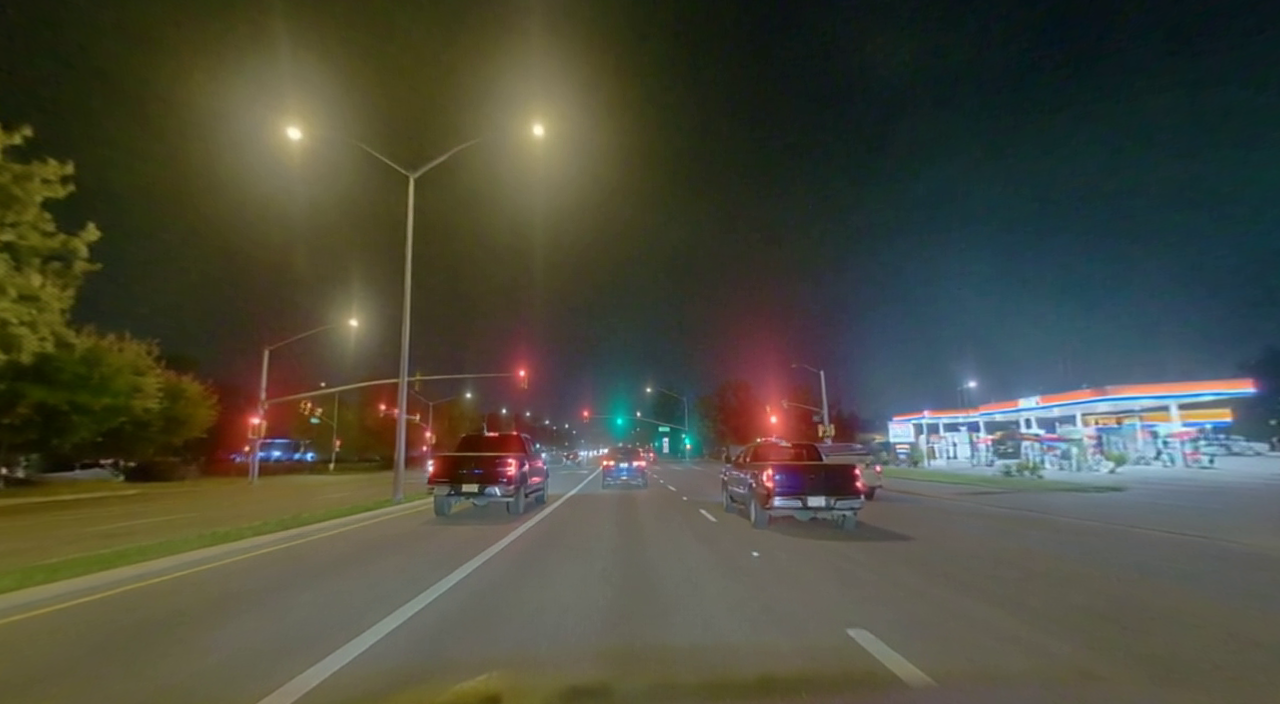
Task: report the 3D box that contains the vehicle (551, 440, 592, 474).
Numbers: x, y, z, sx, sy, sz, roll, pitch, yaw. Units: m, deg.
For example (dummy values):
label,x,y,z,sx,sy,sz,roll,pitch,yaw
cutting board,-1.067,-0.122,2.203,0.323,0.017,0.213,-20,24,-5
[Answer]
label,x,y,z,sx,sy,sz,roll,pitch,yaw
vehicle,-4.377,6.804,41.116,2.321,2.026,5.307,0,-9,-3

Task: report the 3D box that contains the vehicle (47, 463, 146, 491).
label,x,y,z,sx,sy,sz,roll,pitch,yaw
vehicle,-36.167,8.272,42.146,1.929,1.636,4.589,-7,-11,38

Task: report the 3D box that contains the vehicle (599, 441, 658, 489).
label,x,y,z,sx,sy,sz,roll,pitch,yaw
vehicle,-0.436,4.169,23.608,2.029,1.605,3.827,0,-9,-2

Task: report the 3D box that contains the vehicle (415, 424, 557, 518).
label,x,y,z,sx,sy,sz,roll,pitch,yaw
vehicle,-3.532,2.858,15.814,2.195,1.905,5.634,0,-9,-1

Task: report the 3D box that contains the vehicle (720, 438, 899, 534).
label,x,y,z,sx,sy,sz,roll,pitch,yaw
vehicle,2.952,2.441,12.220,2.061,1.487,4.462,0,-9,-2
